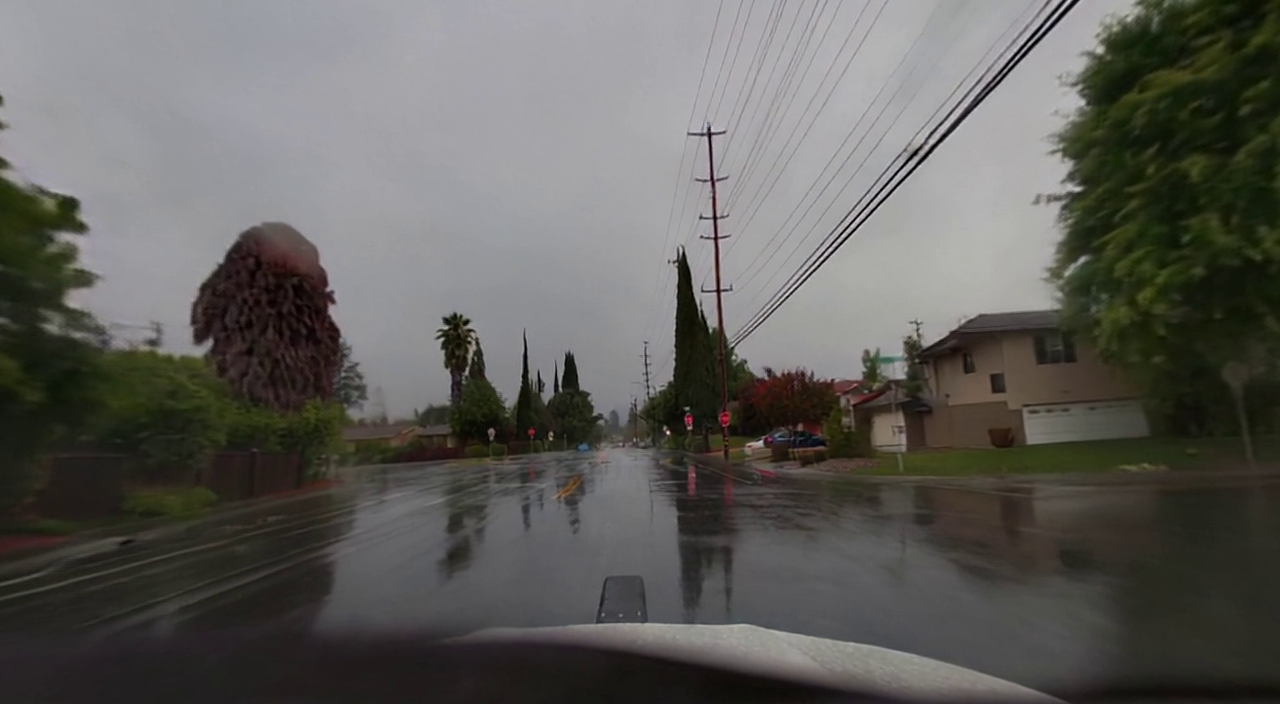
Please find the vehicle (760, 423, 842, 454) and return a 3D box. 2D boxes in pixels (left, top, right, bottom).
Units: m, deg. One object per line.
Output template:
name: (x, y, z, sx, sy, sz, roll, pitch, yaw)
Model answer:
vehicle: (10.026, 5.439, 39.659, 4.544, 1.807, 2.204, 0, -8, 2)
